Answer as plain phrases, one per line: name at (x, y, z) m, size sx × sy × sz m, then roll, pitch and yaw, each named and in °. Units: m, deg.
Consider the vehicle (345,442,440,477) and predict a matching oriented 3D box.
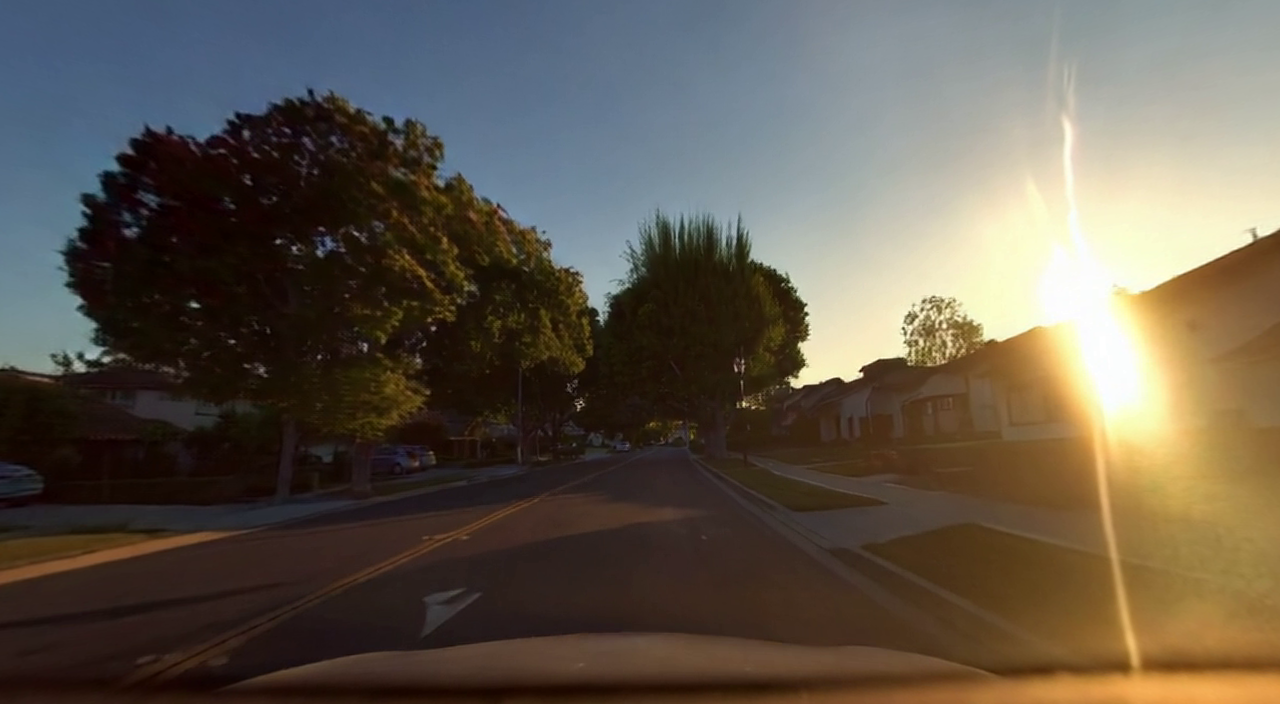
vehicle at (-13.350, 5.816, 34.317) m, size 4.370 × 1.761 × 1.901 m, roll 1°, pitch -9°, yaw -6°
